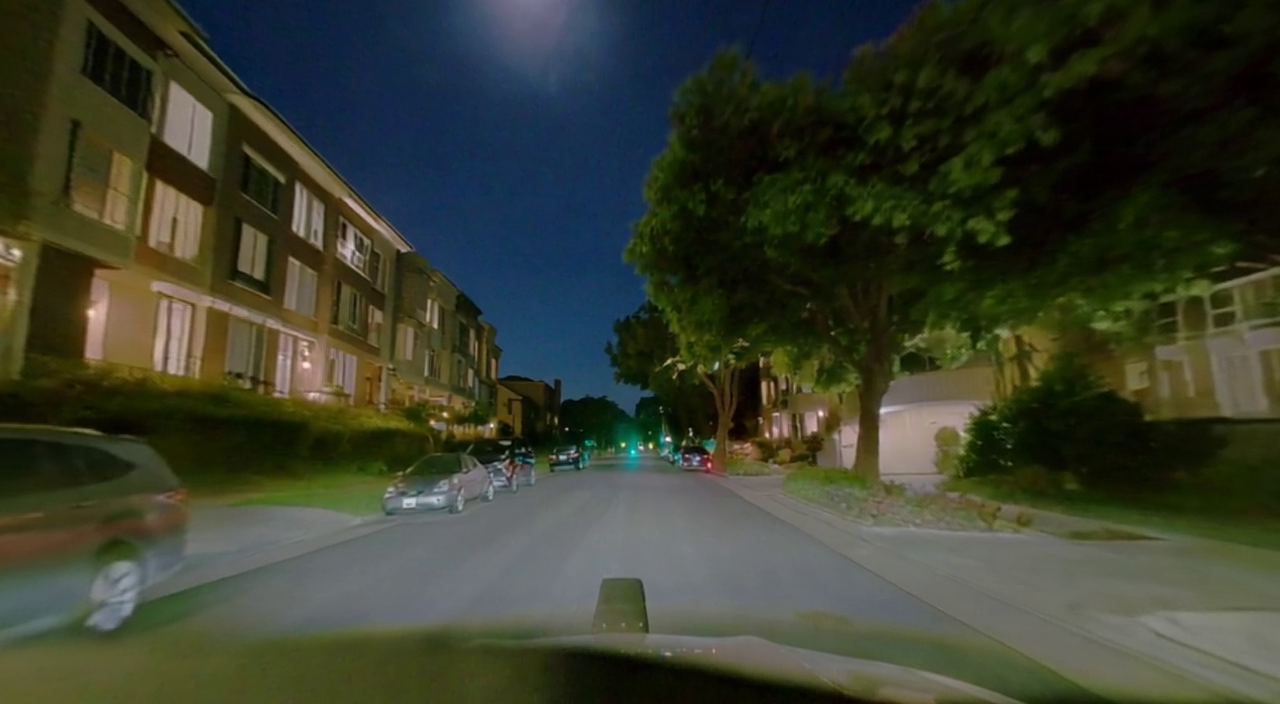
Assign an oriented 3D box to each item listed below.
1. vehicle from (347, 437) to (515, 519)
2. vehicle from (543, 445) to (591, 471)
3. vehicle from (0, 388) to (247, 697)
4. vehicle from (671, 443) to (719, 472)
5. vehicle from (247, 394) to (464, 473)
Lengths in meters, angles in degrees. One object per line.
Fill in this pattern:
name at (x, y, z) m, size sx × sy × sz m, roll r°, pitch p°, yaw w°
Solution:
vehicle at (-4.364, 2.700, 14.074) m, size 2.086 × 1.493 × 4.582 m, roll -1°, pitch -9°, yaw 1°
vehicle at (-3.984, 5.904, 35.215) m, size 1.995 × 1.330 × 4.080 m, roll 0°, pitch -9°, yaw 3°
vehicle at (-4.477, 1.014, 3.287) m, size 1.974 × 1.664 × 4.539 m, roll 0°, pitch -10°, yaw -1°
vehicle at (2.962, 5.820, 35.044) m, size 2.000 × 1.456 × 5.251 m, roll 1°, pitch -9°, yaw -2°
vehicle at (-10.630, 3.138, 24.133) m, size 6.780 × 2.770 × 2.970 m, roll 0°, pitch -9°, yaw 1°
